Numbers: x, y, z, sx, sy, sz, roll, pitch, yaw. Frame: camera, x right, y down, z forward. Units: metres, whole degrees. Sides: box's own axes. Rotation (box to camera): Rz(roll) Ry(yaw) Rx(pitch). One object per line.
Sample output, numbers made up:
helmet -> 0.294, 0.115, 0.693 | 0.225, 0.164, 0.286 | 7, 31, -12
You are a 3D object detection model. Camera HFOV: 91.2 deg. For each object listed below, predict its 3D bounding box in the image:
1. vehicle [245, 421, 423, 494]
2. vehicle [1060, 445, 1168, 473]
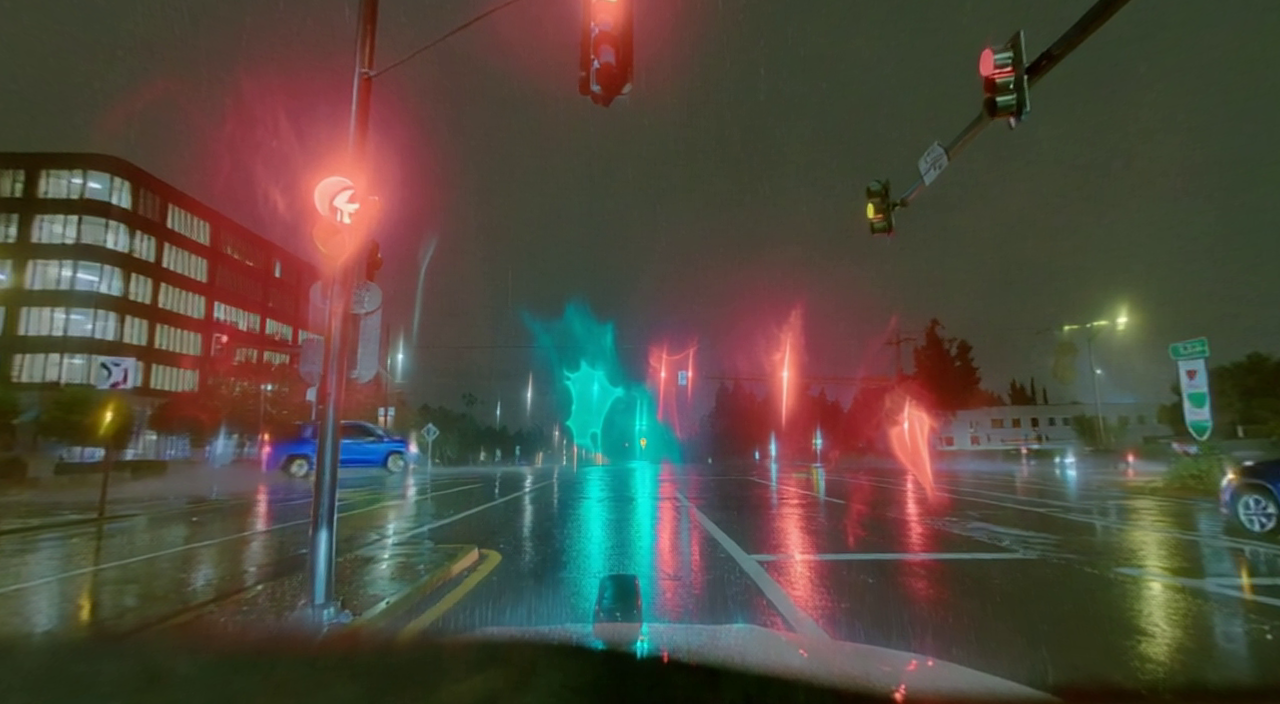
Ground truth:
vehicle -> -14.010, 4.874, 29.442 | 7.088, 3.096, 2.678 | 2, -9, -18
vehicle -> 27.810, 6.270, 36.899 | 4.736, 1.542, 1.966 | 0, -9, -1
